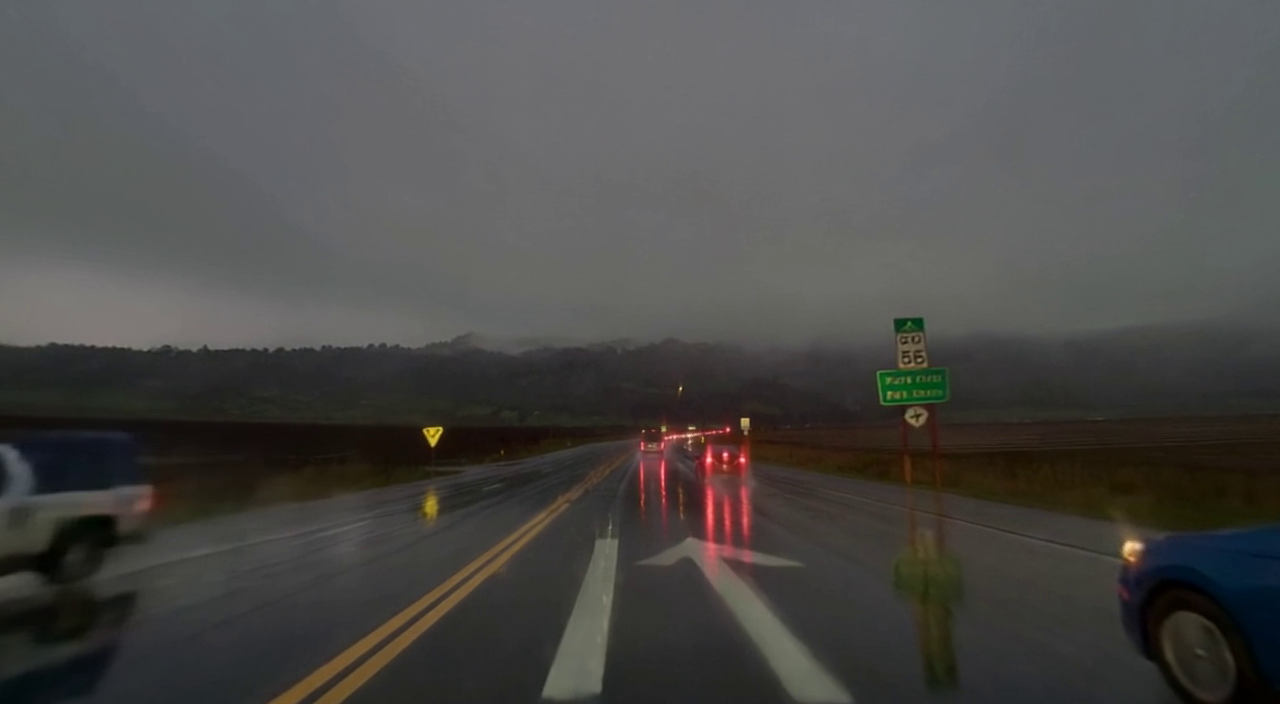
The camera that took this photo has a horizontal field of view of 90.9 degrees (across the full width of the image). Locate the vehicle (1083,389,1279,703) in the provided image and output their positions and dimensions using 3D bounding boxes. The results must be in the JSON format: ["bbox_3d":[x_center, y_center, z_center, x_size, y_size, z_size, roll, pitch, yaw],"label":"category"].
[{"bbox_3d":[3.636,0.789,1.675,2.007,1.534,3.976,0,-8,0],"label":"vehicle"}]

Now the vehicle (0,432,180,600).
[{"bbox_3d":[-7.836,1.739,6.666,2.168,1.748,4.811,-1,-8,2],"label":"vehicle"}]

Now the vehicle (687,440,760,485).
[{"bbox_3d":[3.052,4.151,24.074,2.026,1.531,4.273,0,-8,-2],"label":"vehicle"}]
